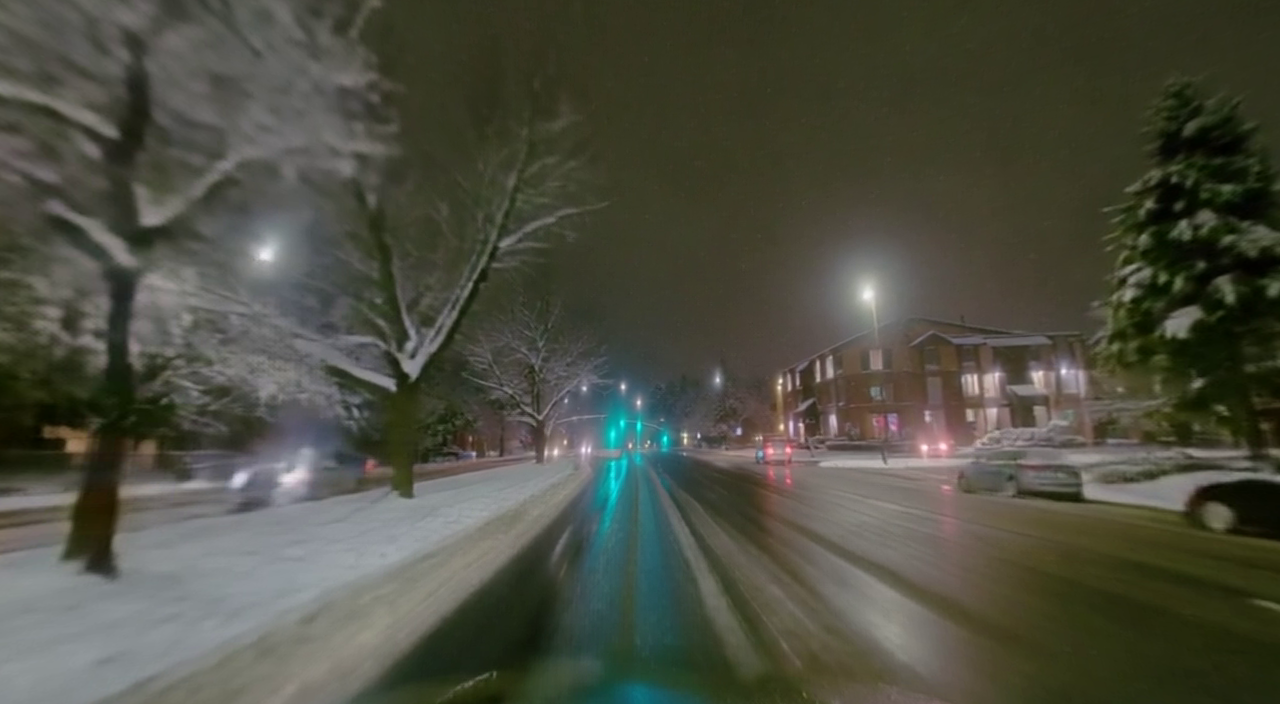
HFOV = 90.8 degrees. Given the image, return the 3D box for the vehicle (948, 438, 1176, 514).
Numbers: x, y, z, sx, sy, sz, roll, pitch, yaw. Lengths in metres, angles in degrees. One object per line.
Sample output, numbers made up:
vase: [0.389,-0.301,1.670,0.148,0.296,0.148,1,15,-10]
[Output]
vehicle: [9.558,2.818,14.928,1.898,1.477,4.695,0,-9,-4]

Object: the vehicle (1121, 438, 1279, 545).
vehicle: [9.736,1.963,9.036,1.930,1.453,4.665,0,-9,-1]

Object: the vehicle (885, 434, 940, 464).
vehicle: [17.059,6.111,39.663,2.630,1.808,1.657,-1,-8,3]

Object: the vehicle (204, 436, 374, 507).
vehicle: [-10.119,3.463,18.843,2.108,1.794,4.995,0,-8,1]
